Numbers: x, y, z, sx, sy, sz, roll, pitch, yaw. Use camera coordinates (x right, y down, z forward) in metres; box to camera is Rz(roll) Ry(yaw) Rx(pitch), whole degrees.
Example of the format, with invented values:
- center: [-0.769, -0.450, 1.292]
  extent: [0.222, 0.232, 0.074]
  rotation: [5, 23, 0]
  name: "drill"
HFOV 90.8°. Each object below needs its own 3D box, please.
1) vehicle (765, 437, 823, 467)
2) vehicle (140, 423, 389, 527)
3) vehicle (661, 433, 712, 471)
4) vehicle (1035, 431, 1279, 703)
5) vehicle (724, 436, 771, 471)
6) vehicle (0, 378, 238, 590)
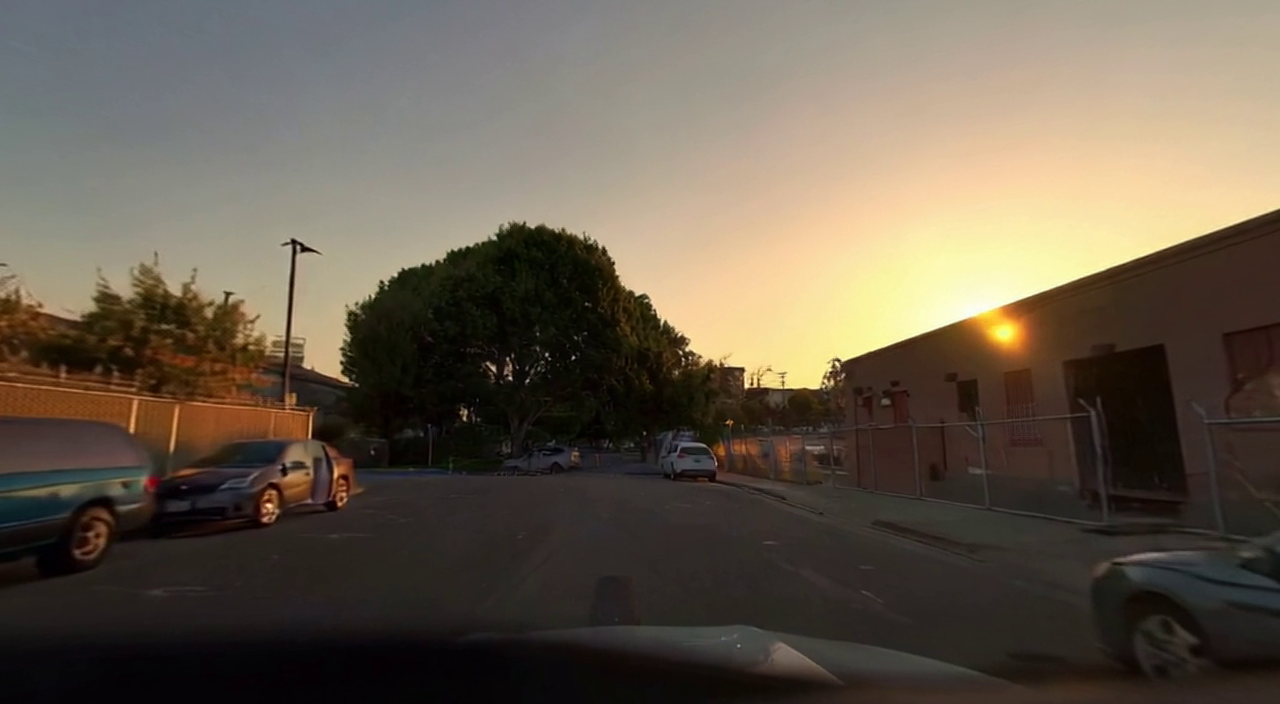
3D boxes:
- center: [8.864, 5.799, 36.775]
  extent: [1.980, 1.606, 4.097]
  rotation: [1, -9, -5]
  name: "vehicle"
- center: [-7.234, 2.414, 13.055]
  extent: [2.173, 1.685, 5.139]
  rotation: [0, -9, -3]
  name: "vehicle"
- center: [2.439, 5.449, 34.697]
  extent: [2.158, 1.900, 5.376]
  rotation: [0, -8, -2]
  name: "vehicle"
- center: [3.852, 1.015, 1.991]
  extent: [2.050, 1.475, 4.613]
  rotation: [2, -8, -4]
  name: "vehicle"
- center: [6.116, 5.844, 36.202]
  extent: [1.911, 1.685, 3.764]
  rotation: [3, -12, -1]
  name: "vehicle"
- center: [-7.119, 1.359, 6.476]
  extent: [2.504, 1.919, 5.658]
  rotation: [-2, -8, -3]
  name: "vehicle"
